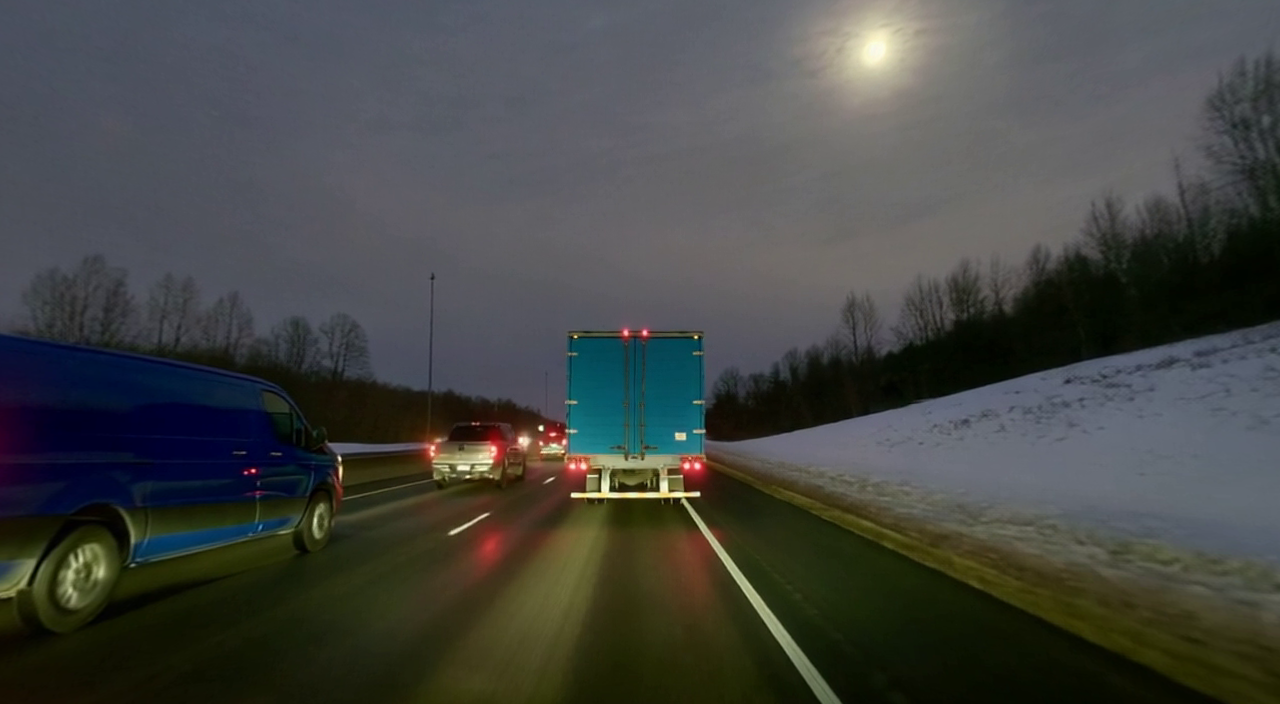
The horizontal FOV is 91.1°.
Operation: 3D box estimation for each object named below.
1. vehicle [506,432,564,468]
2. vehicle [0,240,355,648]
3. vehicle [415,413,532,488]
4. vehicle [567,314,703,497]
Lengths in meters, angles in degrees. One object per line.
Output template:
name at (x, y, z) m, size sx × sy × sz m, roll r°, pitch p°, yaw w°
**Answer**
vehicle at (-4.848, 4.574, 29.652) m, size 1.931 × 1.539 × 4.441 m, roll 0°, pitch -8°, yaw 0°
vehicle at (-5.246, 0.858, 6.020) m, size 2.478 × 2.515 × 5.438 m, roll 0°, pitch -8°, yaw -1°
vehicle at (-4.859, 2.949, 19.252) m, size 2.168 × 1.985 × 4.952 m, roll 0°, pitch -8°, yaw 0°
vehicle at (-0.212, 1.826, 18.913) m, size 2.953 × 4.041 × 10.072 m, roll 0°, pitch -8°, yaw -1°
